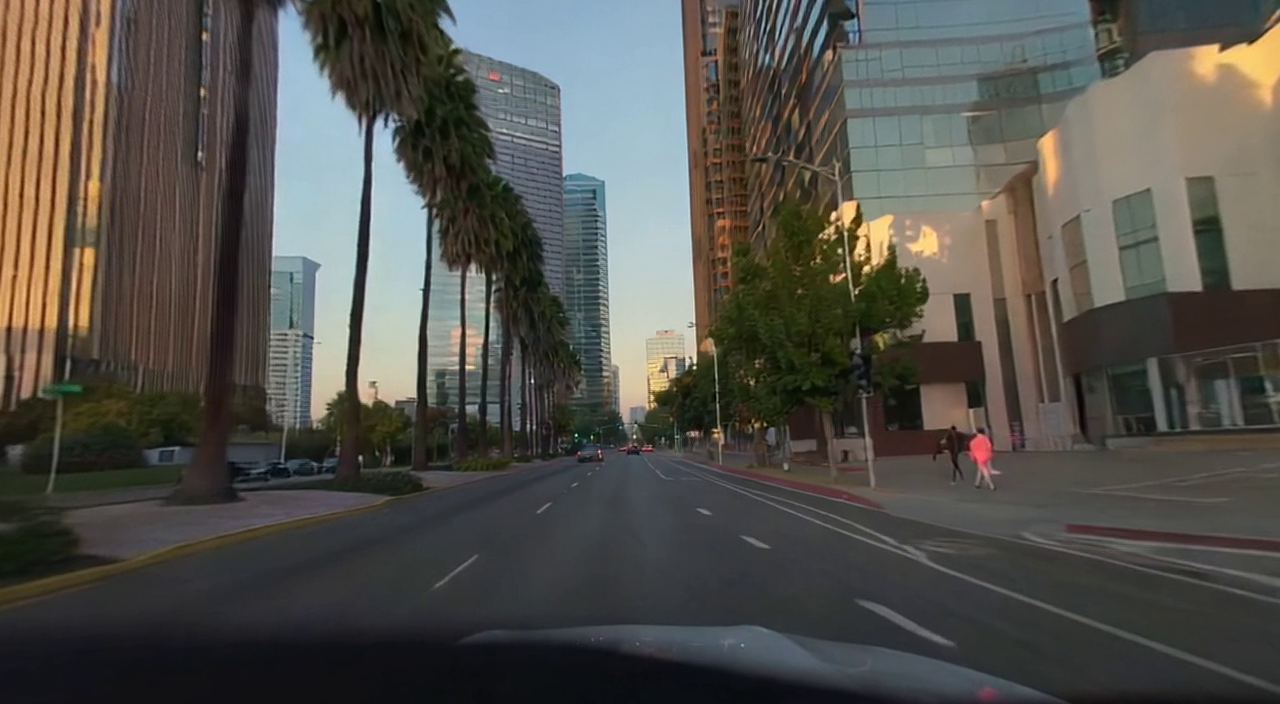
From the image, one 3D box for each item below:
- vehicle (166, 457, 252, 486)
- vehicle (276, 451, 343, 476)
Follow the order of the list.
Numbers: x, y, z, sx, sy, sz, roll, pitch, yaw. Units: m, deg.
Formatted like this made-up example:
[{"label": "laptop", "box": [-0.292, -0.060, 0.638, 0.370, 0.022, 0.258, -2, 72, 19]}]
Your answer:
[{"label": "vehicle", "box": [-25.011, 6.924, 36.879, 2.080, 1.457, 4.424, 0, -9, -3]}, {"label": "vehicle", "box": [-25.135, 8.487, 48.349, 2.062, 1.765, 5.897, 0, -9, -2]}]
